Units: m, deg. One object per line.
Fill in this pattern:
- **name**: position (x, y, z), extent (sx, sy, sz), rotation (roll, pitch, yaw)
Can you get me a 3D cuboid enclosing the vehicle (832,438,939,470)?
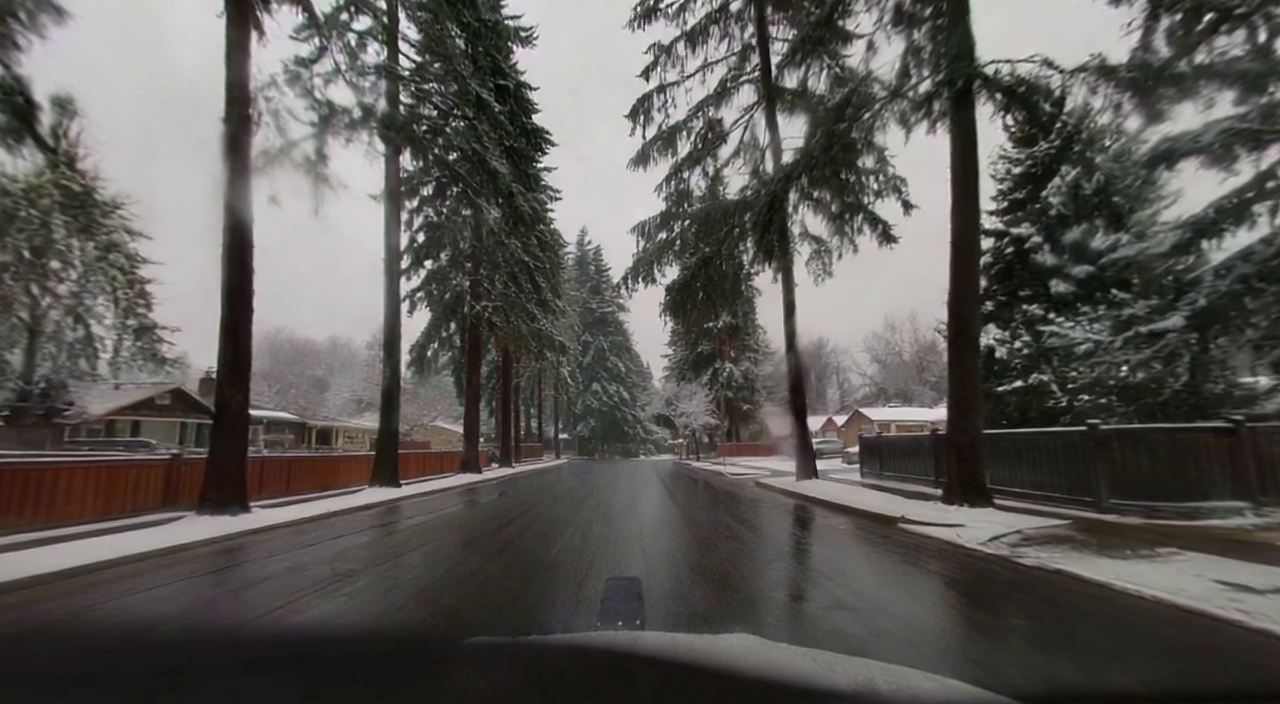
- **vehicle**: position (11.787, 4.928, 30.600), extent (4.415, 1.457, 1.797), rotation (0, -9, 1)
